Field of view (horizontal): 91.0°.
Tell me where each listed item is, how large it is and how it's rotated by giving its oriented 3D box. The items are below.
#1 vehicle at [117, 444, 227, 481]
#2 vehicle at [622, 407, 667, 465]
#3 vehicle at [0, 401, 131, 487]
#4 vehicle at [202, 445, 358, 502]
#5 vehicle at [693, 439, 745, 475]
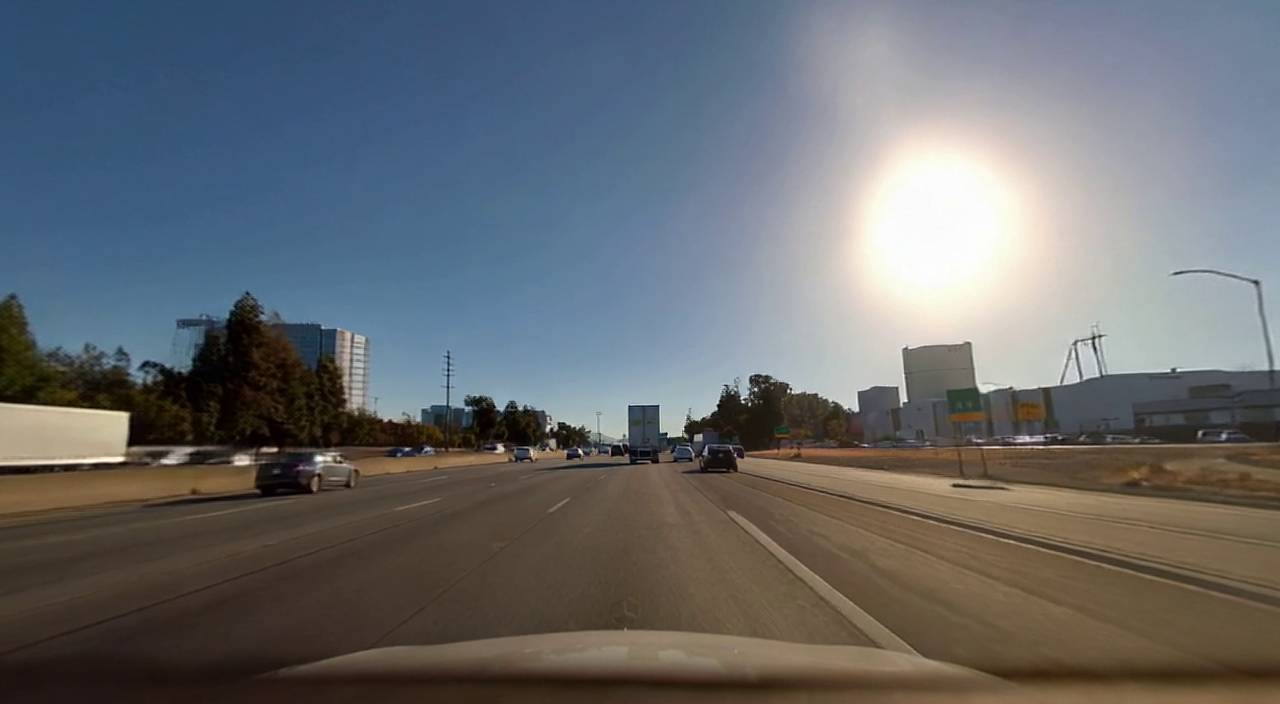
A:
[{"bbox_3d":[-23.907,5.612,32.413,2.112,1.750,4.489,0,-9,1],"label":"vehicle"},{"bbox_3d":[0.488,6.478,47.944,3.012,3.928,10.262,0,-9,2],"label":"vehicle"},{"bbox_3d":[-31.314,4.157,28.389,3.013,3.963,16.399,0,-9,0],"label":"vehicle"},{"bbox_3d":[-10.740,3.629,19.276,2.015,1.521,4.550,0,-9,1],"label":"vehicle"},{"bbox_3d":[4.035,5.454,32.904,2.107,1.707,4.445,0,-9,0],"label":"vehicle"}]
